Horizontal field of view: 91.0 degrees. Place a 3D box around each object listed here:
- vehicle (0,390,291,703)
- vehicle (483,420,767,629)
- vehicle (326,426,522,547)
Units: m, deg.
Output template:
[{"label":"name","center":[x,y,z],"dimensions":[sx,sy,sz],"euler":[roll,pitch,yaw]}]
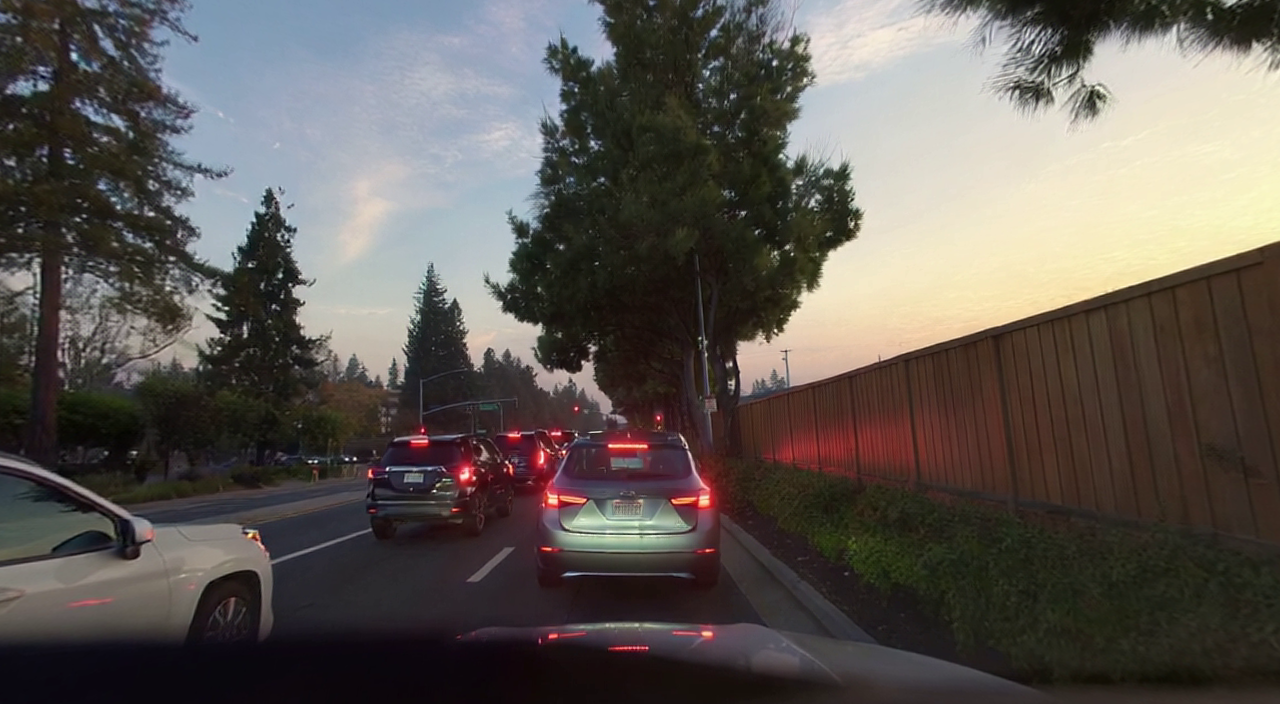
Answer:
[{"label":"vehicle","center":[-3.188,0.812,1.577],"dimensions":[1.980,1.520,4.636],"euler":[0,-8,0]},{"label":"vehicle","center":[-0.135,1.506,6.441],"dimensions":[1.995,1.460,3.865],"euler":[0,-8,-1]},{"label":"vehicle","center":[-3.222,2.062,10.256],"dimensions":[1.850,1.582,3.688],"euler":[0,-8,0]}]
